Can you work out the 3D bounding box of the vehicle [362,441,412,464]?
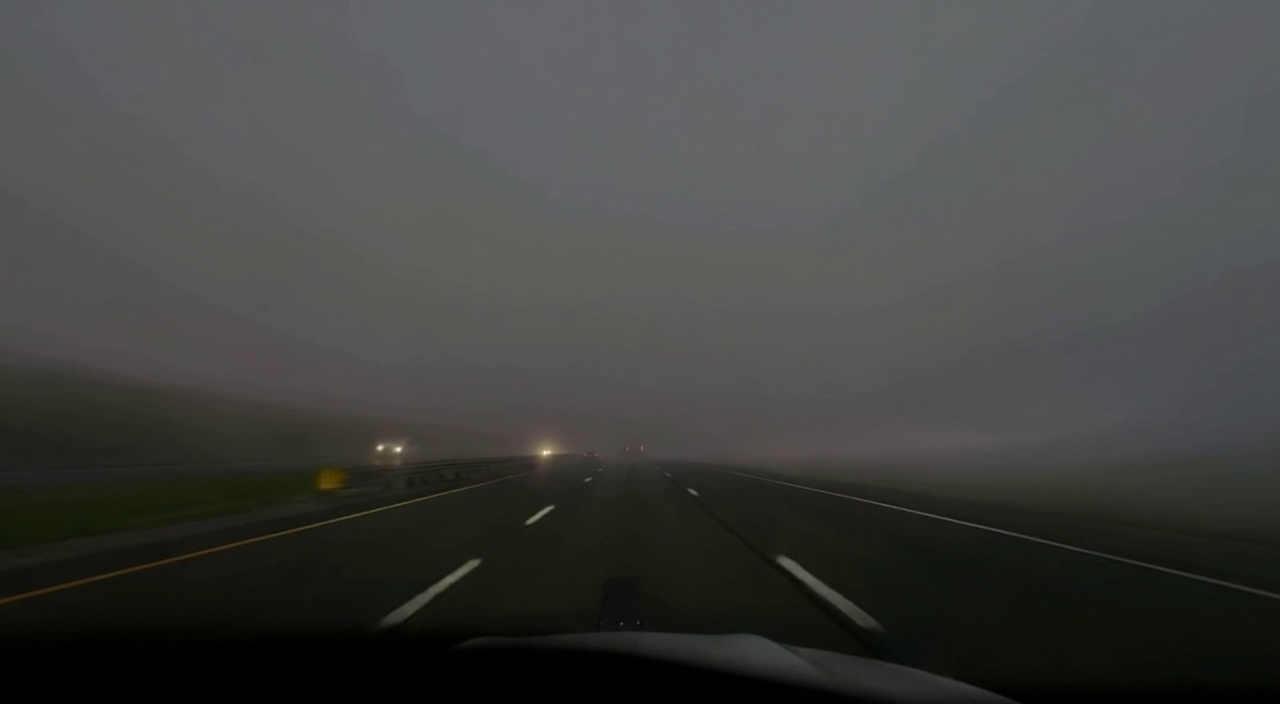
[{"bbox_3d":[-18.171,7.220,45.548,1.840,1.556,4.355,0,-9,-1],"label":"vehicle"}]
